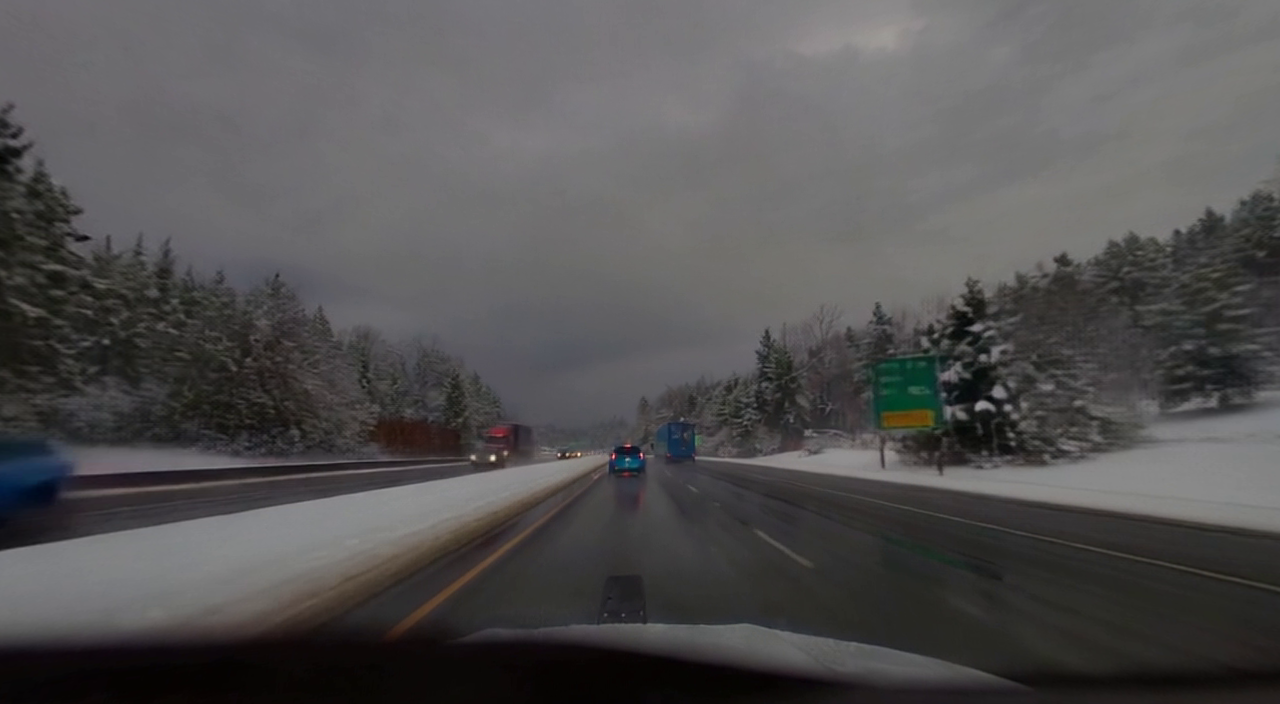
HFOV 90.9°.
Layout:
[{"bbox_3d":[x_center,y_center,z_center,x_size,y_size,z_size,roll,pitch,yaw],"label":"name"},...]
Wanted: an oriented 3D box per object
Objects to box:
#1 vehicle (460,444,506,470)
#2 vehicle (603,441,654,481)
[{"bbox_3d":[-10.298,6.920,41.563,1.890,1.575,4.211,-1,-9,1],"label":"vehicle"},{"bbox_3d":[-0.530,5.045,29.379,2.190,1.706,4.062,0,-9,-1],"label":"vehicle"}]
